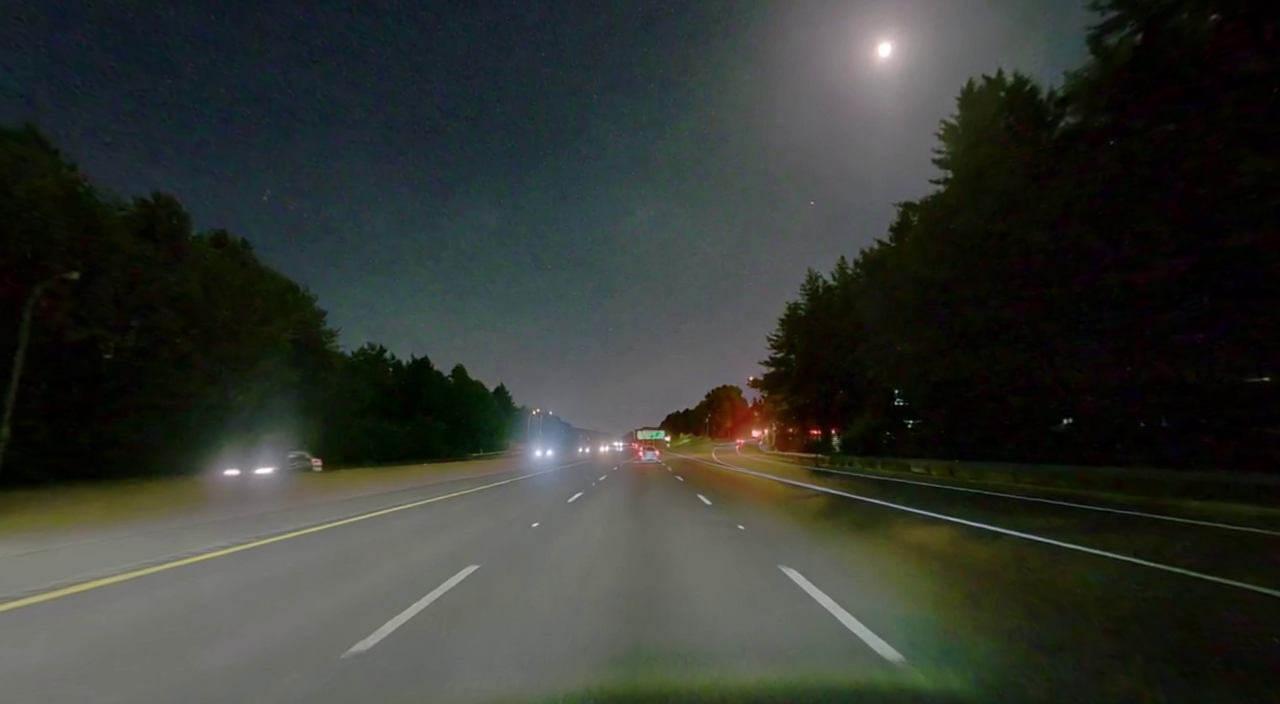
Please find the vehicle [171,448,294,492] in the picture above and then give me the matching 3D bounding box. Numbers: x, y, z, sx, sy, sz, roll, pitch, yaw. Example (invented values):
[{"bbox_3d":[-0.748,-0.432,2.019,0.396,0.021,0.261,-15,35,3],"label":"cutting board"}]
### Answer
[{"bbox_3d":[-15.977,4.632,25.063,1.938,1.572,4.370,0,-9,0],"label":"vehicle"}]
